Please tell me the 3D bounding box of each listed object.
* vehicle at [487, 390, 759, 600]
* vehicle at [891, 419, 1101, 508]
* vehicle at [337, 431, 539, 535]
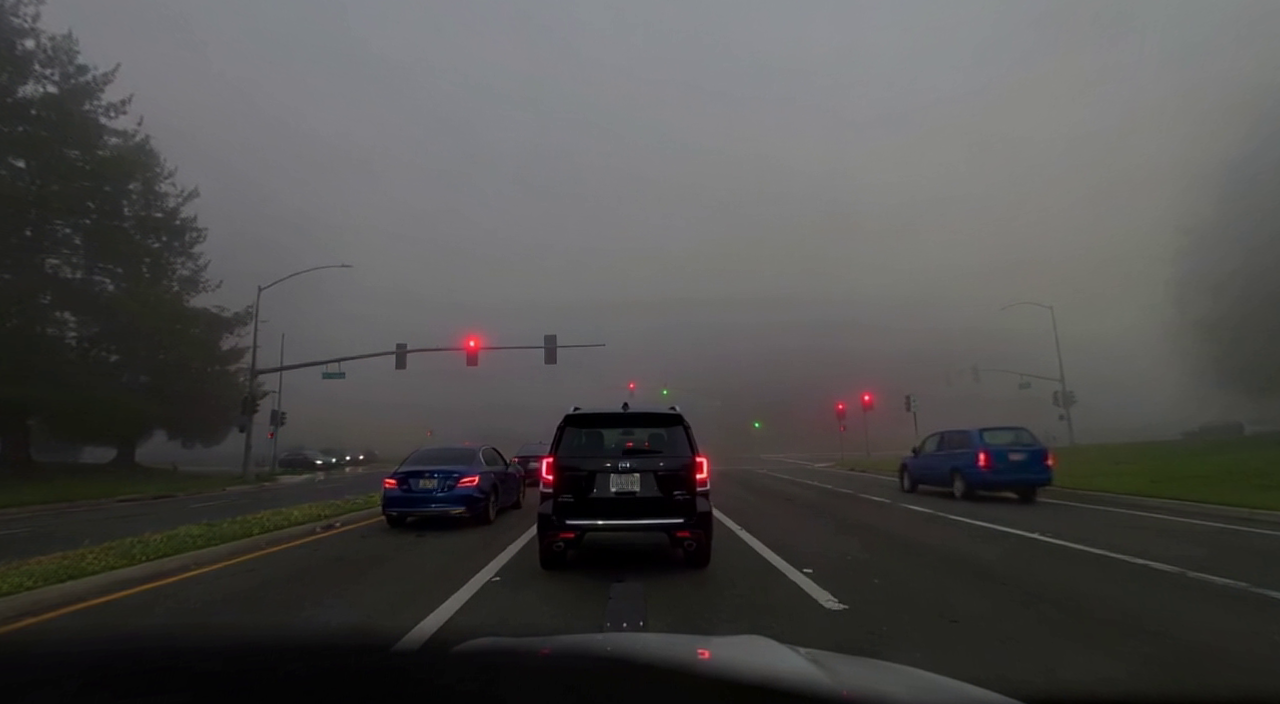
[{"bbox_3d":[-0.150,1.517,7.491,2.298,1.770,4.138,0,-8,0],"label":"vehicle"},{"bbox_3d":[8.016,2.562,14.915,2.166,1.761,4.692,0,-8,-1],"label":"vehicle"},{"bbox_3d":[-3.365,2.295,11.844,2.061,1.504,5.142,0,-8,1],"label":"vehicle"}]
